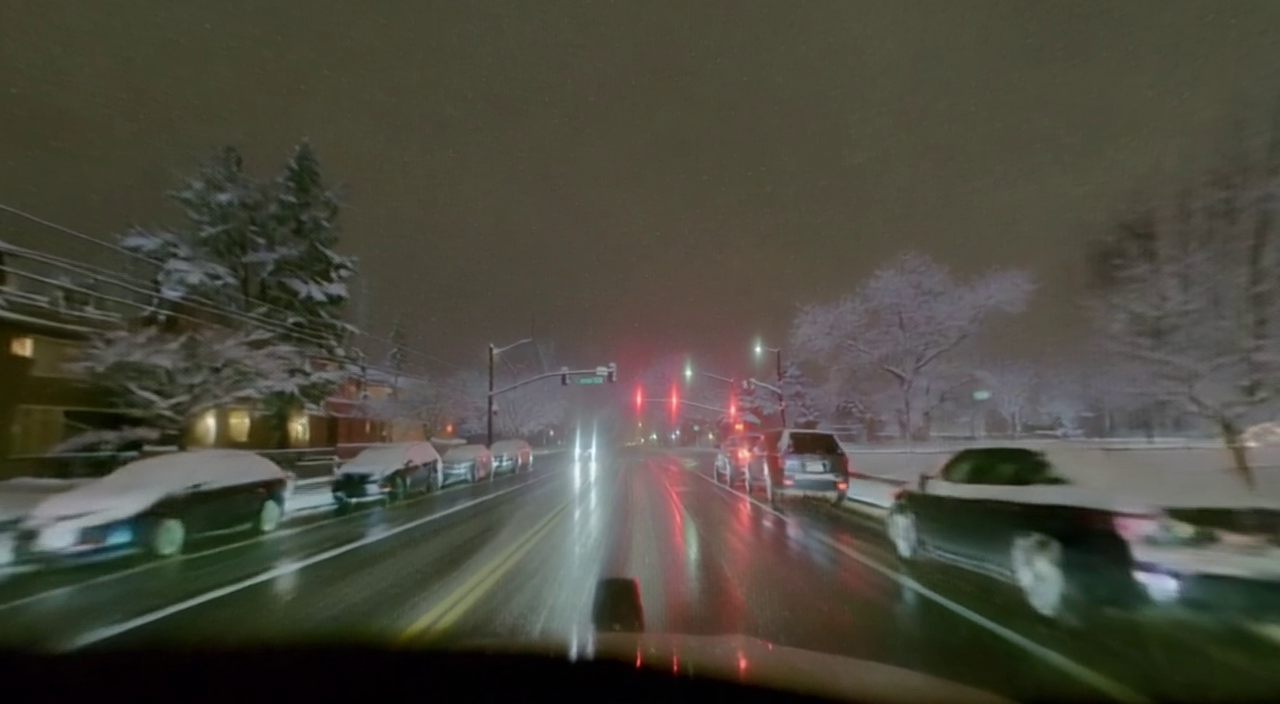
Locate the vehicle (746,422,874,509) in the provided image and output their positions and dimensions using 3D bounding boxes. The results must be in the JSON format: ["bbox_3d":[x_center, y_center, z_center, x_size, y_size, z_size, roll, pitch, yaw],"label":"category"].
[{"bbox_3d":[3.919,2.683,15.358,1.908,1.788,4.397,1,-8,0],"label":"vehicle"}]

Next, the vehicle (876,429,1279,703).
[{"bbox_3d":[3.938,1.432,5.429,2.036,1.405,4.312,0,-9,-2],"label":"vehicle"}]

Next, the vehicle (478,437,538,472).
[{"bbox_3d":[-7.324,5.767,35.557,2.150,1.766,5.483,0,-9,0],"label":"vehicle"}]

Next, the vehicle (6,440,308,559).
[{"bbox_3d":[-7.458,2.254,10.308,1.976,1.554,3.654,0,-9,0],"label":"vehicle"}]

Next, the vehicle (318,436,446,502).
[{"bbox_3d":[-7.519,3.428,18.937,1.994,1.718,4.518,0,-9,-1],"label":"vehicle"}]
